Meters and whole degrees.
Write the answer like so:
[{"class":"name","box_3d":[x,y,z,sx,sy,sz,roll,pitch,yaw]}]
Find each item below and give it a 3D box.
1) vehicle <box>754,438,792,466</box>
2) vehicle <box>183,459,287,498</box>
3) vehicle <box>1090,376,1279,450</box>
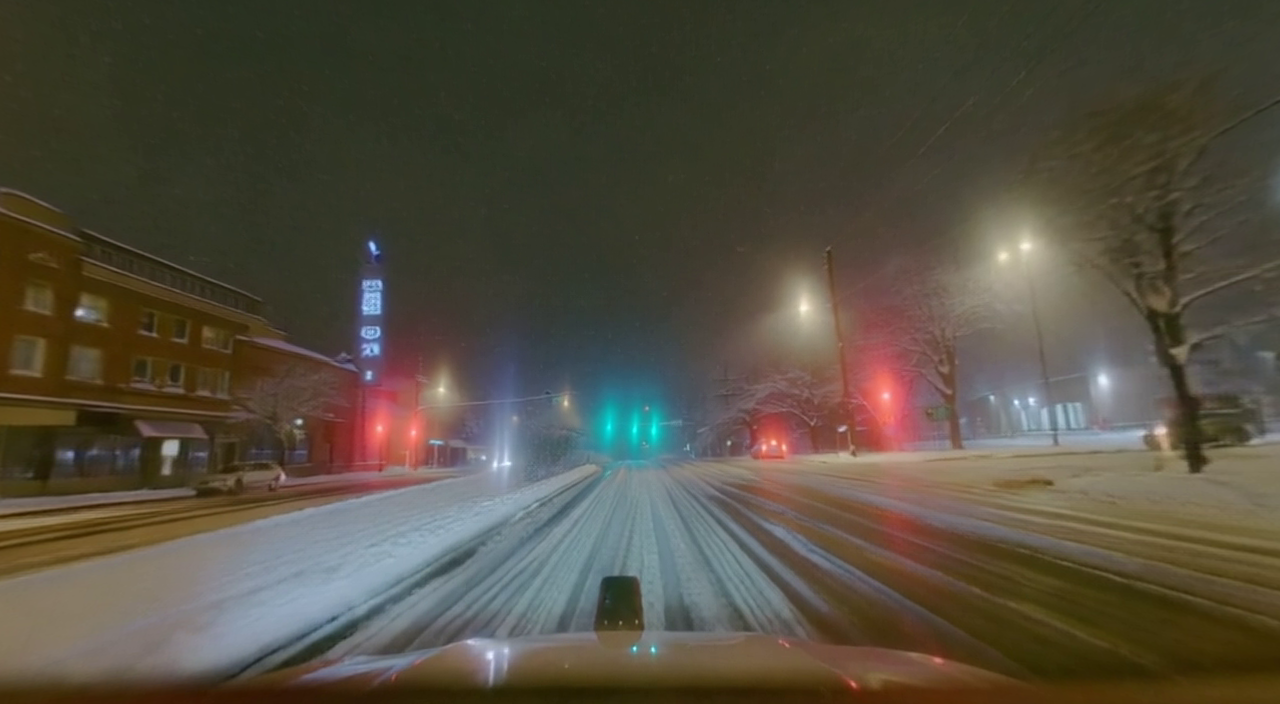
[{"class":"vehicle","box_3d":[10.076,7.645,48.214,2.101,1.957,4.718,-1,-10,3]},{"class":"vehicle","box_3d":[-19.334,6.043,30.432,2.010,1.504,4.820,-5,-10,-2]},{"class":"vehicle","box_3d":[25.895,2.937,29.737,6.866,3.124,2.718,-3,-9,8]}]
